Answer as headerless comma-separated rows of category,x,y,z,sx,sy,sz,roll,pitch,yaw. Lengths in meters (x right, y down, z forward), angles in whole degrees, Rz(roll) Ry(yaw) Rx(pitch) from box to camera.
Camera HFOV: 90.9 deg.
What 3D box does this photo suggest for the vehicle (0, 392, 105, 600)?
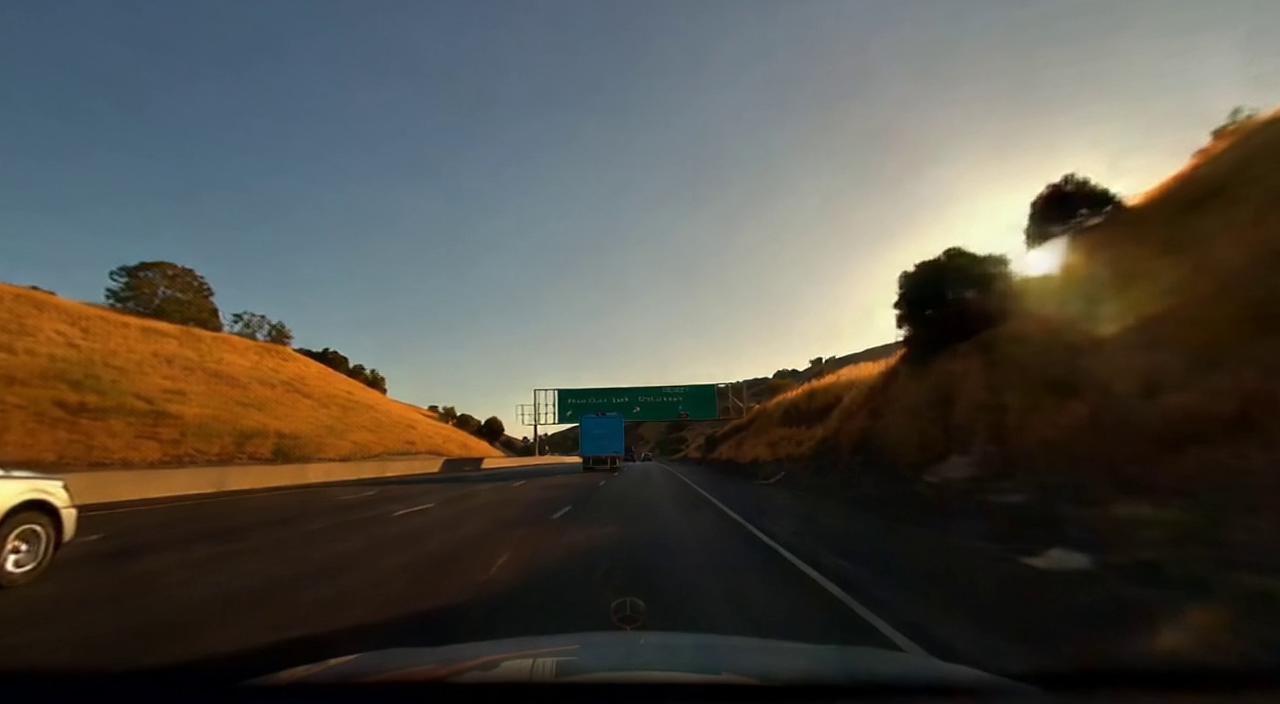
vehicle,-6.880,1.064,4.081,2.175,1.860,5.236,0,-8,1
